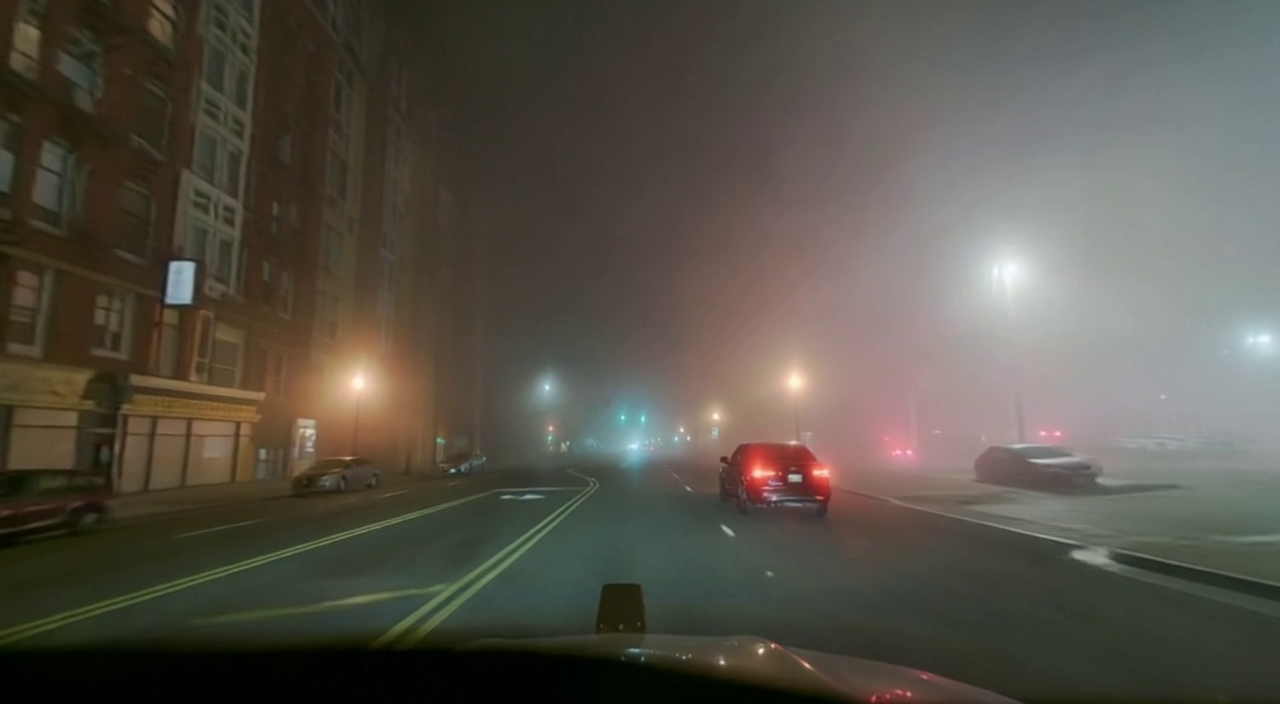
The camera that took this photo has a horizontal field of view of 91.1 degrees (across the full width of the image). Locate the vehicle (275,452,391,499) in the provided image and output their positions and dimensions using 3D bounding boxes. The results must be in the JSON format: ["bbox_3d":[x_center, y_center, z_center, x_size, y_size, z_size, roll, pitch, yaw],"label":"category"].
[{"bbox_3d":[-12.018,4.838,25.034,2.015,1.521,4.798,-1,-8,3],"label":"vehicle"}]

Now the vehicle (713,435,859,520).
[{"bbox_3d":[2.931,2.625,13.733,2.080,1.524,4.348,0,-8,-1],"label":"vehicle"}]

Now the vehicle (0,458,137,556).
[{"bbox_3d":[-12.192,2.923,11.935,1.867,1.583,4.108,-1,-8,0],"label":"vehicle"}]

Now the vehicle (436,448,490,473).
[{"bbox_3d":[-11.748,7.295,42.067,1.944,1.575,4.895,-1,-10,3],"label":"vehicle"}]

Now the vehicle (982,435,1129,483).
[{"bbox_3d":[16.196,4.148,24.643,4.412,1.503,1.771,-4,-7,0],"label":"vehicle"}]

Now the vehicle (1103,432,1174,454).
[{"bbox_3d":[38.016,6.933,47.837,4.573,1.629,2.467,4,-9,-27],"label":"vehicle"}]
